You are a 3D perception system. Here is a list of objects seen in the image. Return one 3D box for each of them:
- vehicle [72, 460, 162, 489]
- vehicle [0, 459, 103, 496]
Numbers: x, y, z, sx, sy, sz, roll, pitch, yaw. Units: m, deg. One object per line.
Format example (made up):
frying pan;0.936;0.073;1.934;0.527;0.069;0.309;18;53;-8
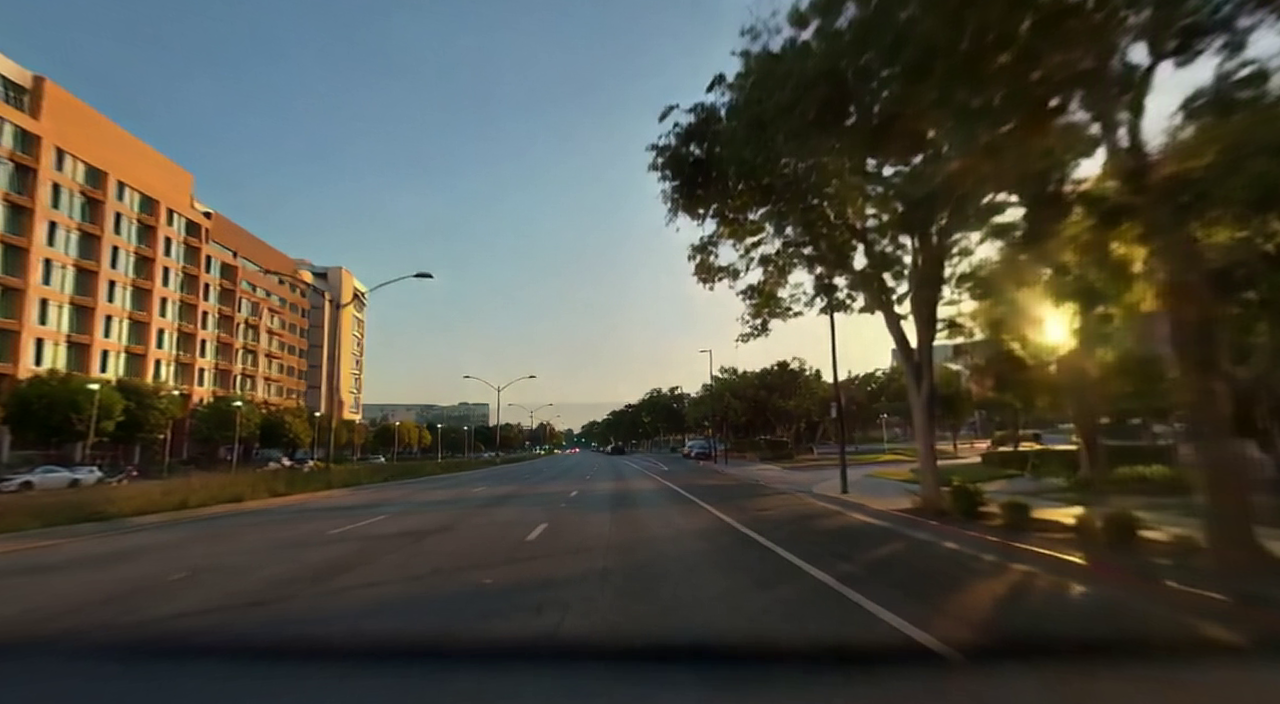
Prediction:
vehicle;-33.279;7.789;40.397;2.034;1.618;4.667;1;-8;-5
vehicle;-32.812;6.874;34.930;2.031;1.789;5.081;0;-8;-4
